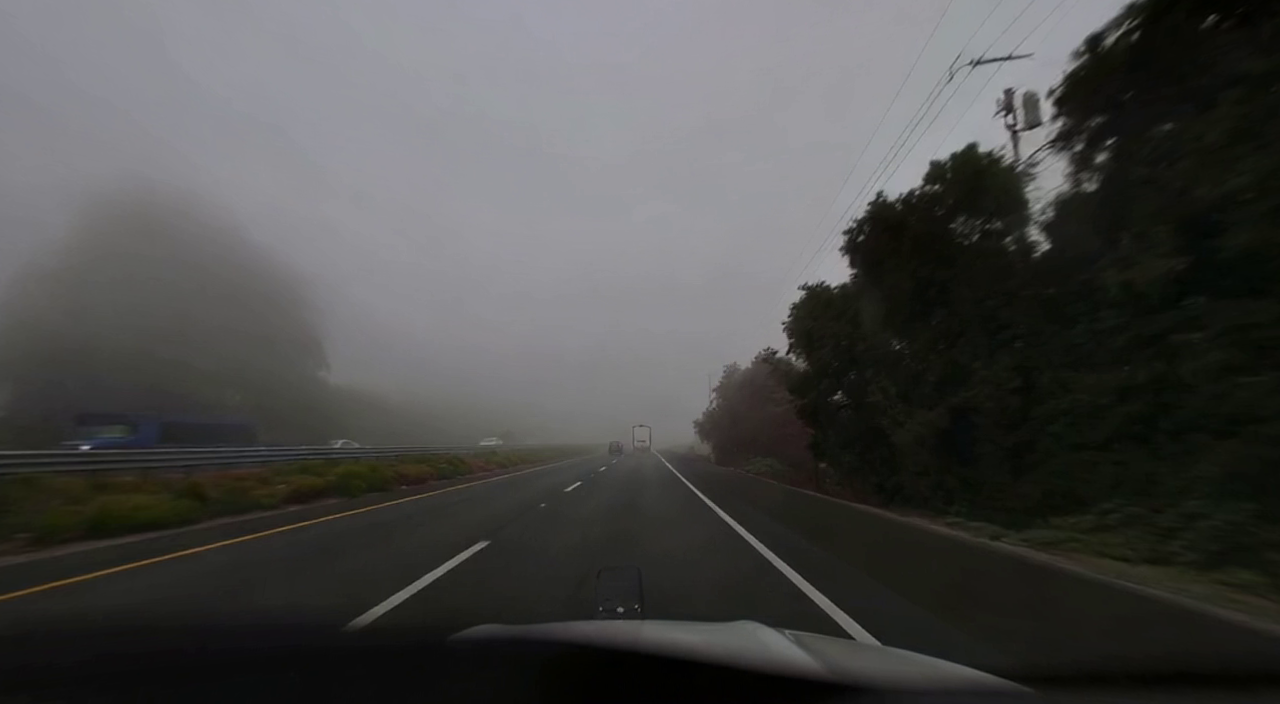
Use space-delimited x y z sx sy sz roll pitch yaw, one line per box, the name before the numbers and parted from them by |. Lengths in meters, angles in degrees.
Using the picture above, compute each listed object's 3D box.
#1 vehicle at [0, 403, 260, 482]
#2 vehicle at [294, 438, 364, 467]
vehicle | -25.291 4.752 32.748 3.059 3.310 12.676 0 -9 0
vehicle | -20.448 6.658 41.701 2.122 1.764 4.712 0 -9 1
